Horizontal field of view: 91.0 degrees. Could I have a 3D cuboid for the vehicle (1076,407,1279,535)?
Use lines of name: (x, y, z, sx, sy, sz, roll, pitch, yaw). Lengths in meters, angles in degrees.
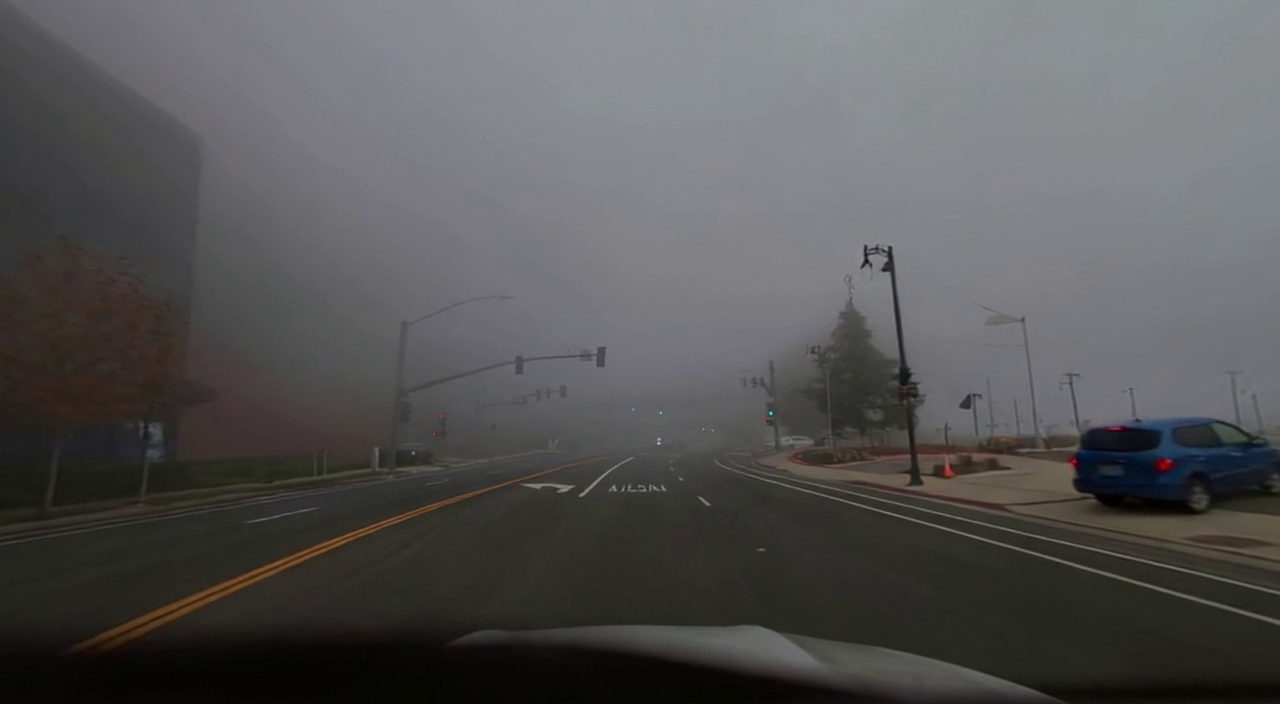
vehicle: (10.191, 2.021, 11.163, 4.635, 1.821, 2.087, 5, -10, -30)
